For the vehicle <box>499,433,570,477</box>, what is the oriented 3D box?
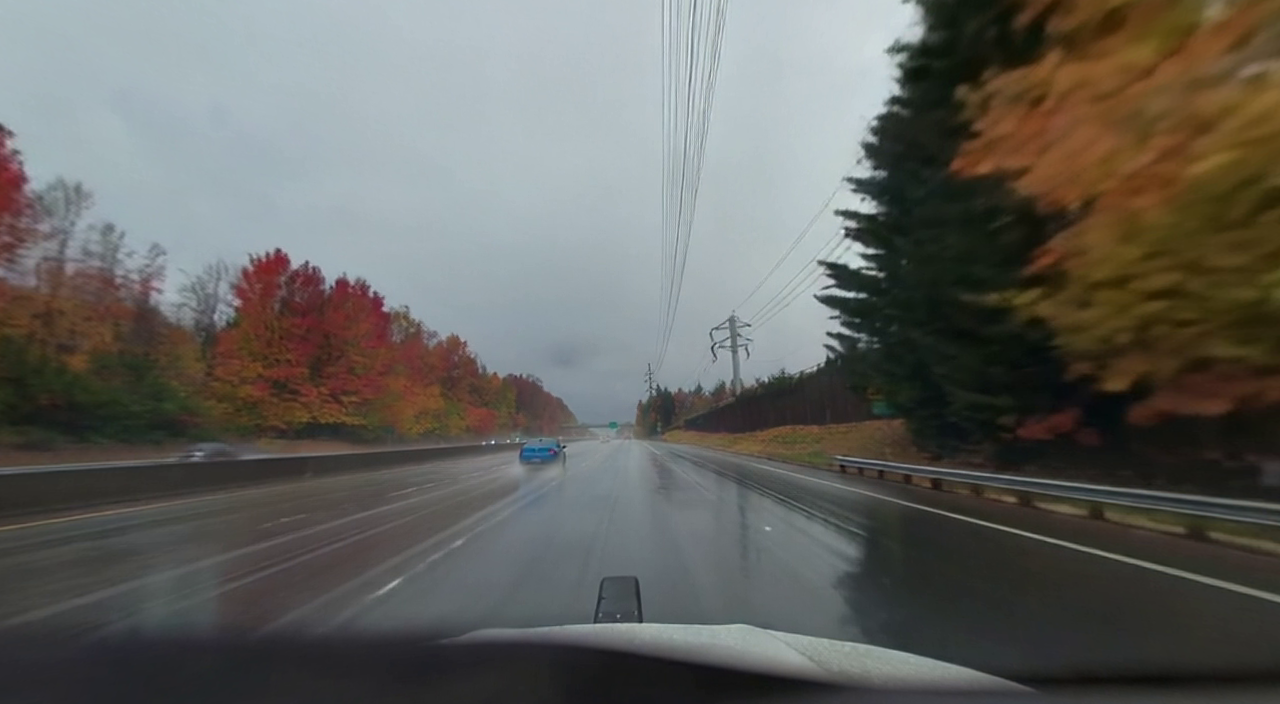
[{"bbox_3d":[-3.911,3.862,24.009,2.025,1.475,4.379,0,-8,-1],"label":"vehicle"}]
